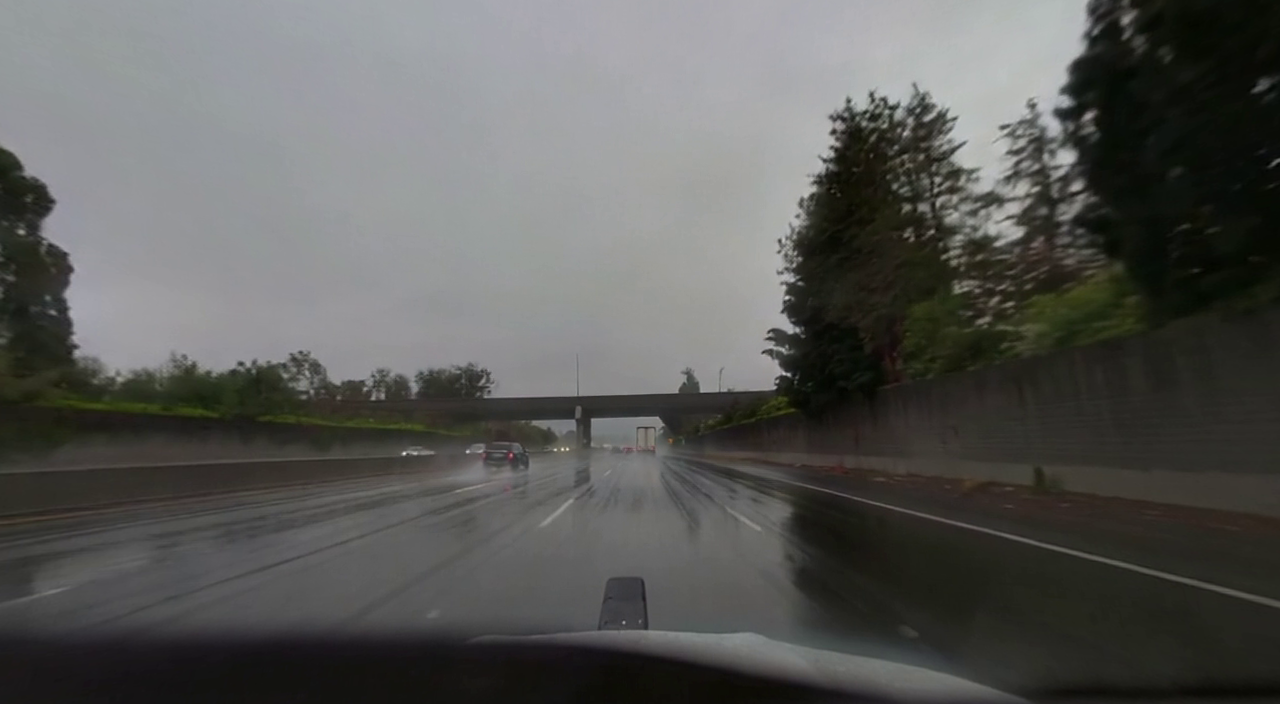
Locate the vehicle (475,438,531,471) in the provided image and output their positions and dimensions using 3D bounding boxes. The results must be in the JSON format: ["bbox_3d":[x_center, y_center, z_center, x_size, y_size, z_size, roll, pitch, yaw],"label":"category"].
[{"bbox_3d":[-7.308,5.507,34.048,1.981,1.685,4.171,0,-8,1],"label":"vehicle"}]
